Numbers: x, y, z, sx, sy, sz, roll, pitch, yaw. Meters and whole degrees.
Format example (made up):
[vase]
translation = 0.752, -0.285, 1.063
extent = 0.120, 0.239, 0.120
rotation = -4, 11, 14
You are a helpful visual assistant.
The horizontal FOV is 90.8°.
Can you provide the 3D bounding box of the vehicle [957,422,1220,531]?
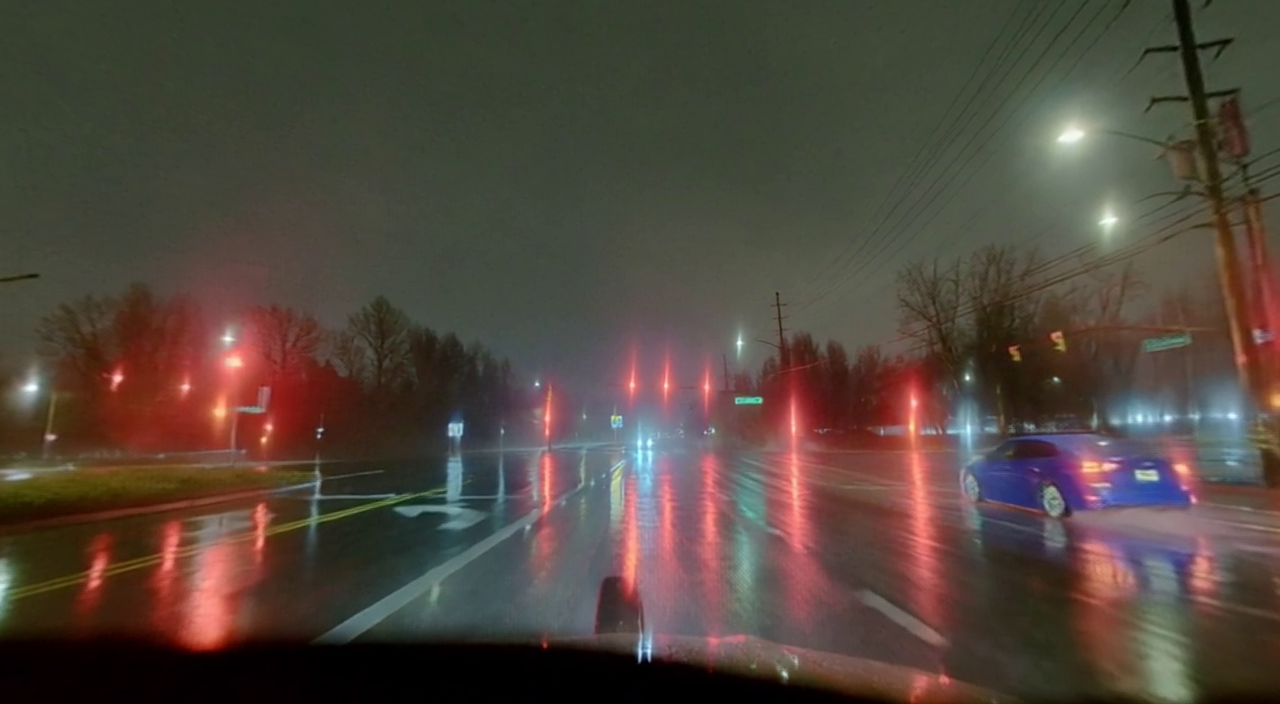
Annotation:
[vehicle]
translation = 7.398, 2.072, 10.972
extent = 1.797, 1.544, 3.685
rotation = 0, -9, 0
